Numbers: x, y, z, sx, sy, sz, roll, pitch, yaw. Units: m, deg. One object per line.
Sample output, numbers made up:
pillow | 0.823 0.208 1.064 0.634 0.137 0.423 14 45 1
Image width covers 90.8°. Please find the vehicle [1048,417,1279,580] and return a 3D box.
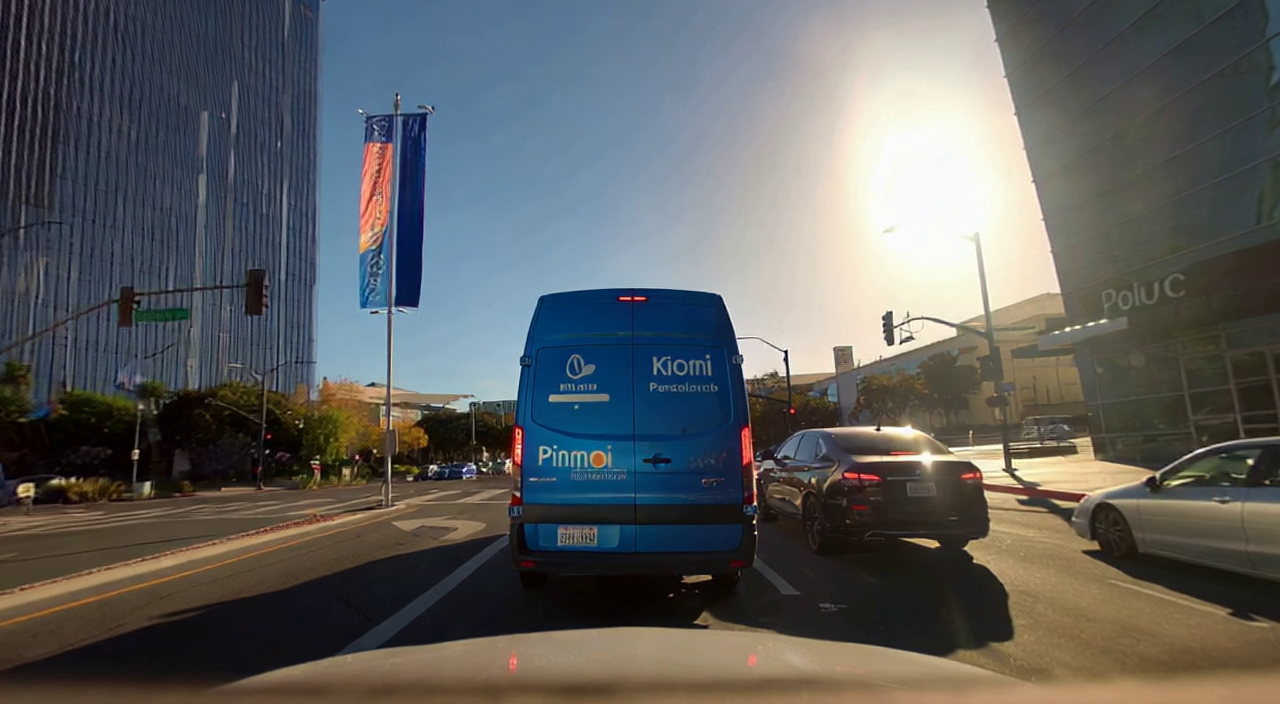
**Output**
vehicle | 7.531 1.587 7.019 1.963 1.669 4.678 3 -9 -20

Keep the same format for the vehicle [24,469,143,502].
vehicle | -31.097 7.450 35.412 4.806 1.652 1.869 0 -8 -2

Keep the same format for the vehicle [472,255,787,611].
vehicle | -0.045 1.181 9.077 2.613 3.035 7.342 0 -8 1

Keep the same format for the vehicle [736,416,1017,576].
vehicle | 2.876 1.868 9.050 2.183 1.676 4.506 0 -8 -1
